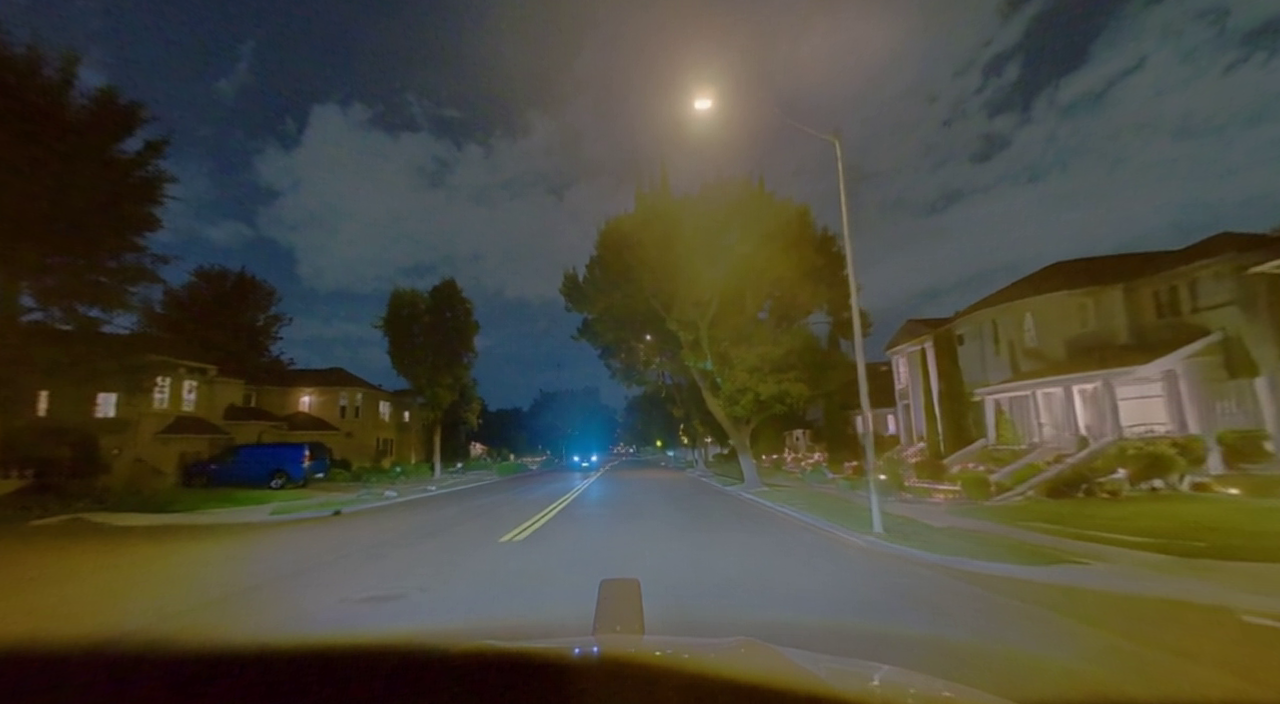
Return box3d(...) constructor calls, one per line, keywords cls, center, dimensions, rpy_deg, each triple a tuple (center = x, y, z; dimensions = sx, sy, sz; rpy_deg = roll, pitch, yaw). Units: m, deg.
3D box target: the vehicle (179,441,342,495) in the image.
box3d(cls="vehicle", center=(-14.440, 4.372, 24.357), dimensions=(2.145, 1.839, 4.837), rpy_deg=(-6, -10, 33))
